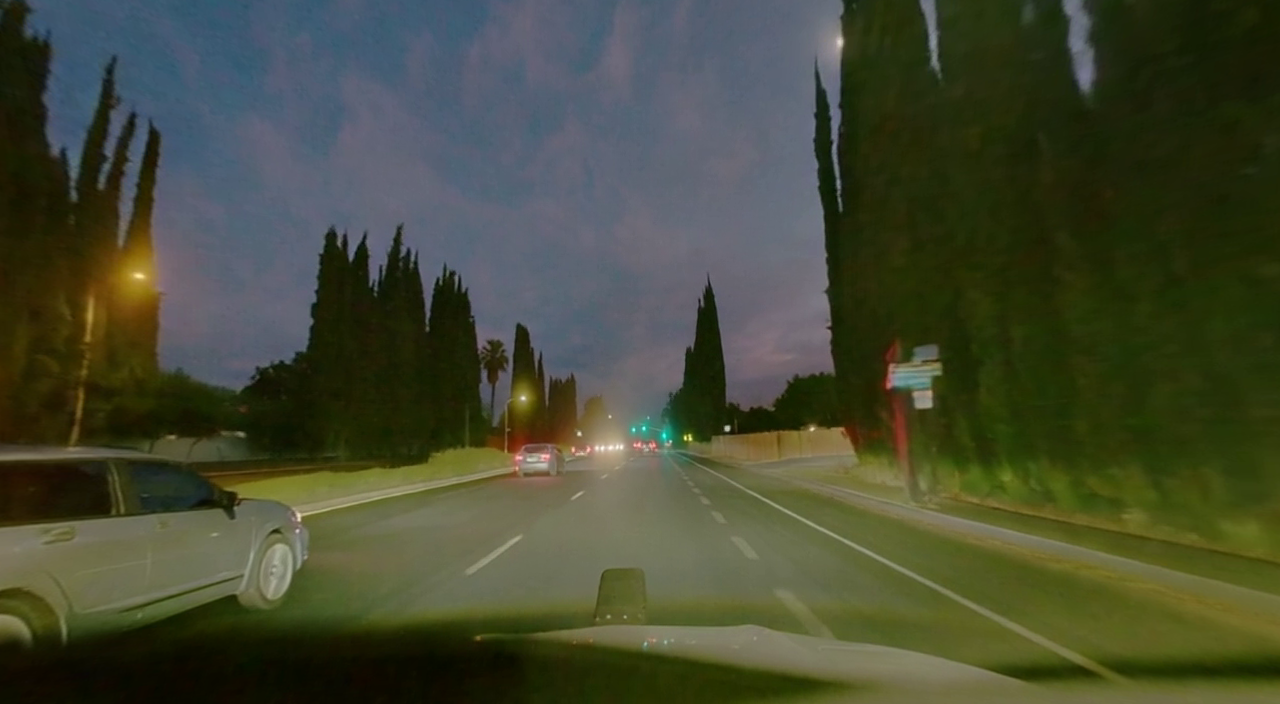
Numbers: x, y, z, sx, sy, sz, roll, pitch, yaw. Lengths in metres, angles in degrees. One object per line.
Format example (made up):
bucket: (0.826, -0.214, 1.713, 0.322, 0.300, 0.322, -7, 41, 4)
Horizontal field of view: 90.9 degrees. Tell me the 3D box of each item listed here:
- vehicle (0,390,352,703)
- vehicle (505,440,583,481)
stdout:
vehicle: (-4.110, 1.100, 3.942, 2.190, 1.545, 4.943, 0, -8, 1)
vehicle: (-3.685, 4.291, 25.248, 2.188, 1.473, 4.651, 0, -8, 3)
